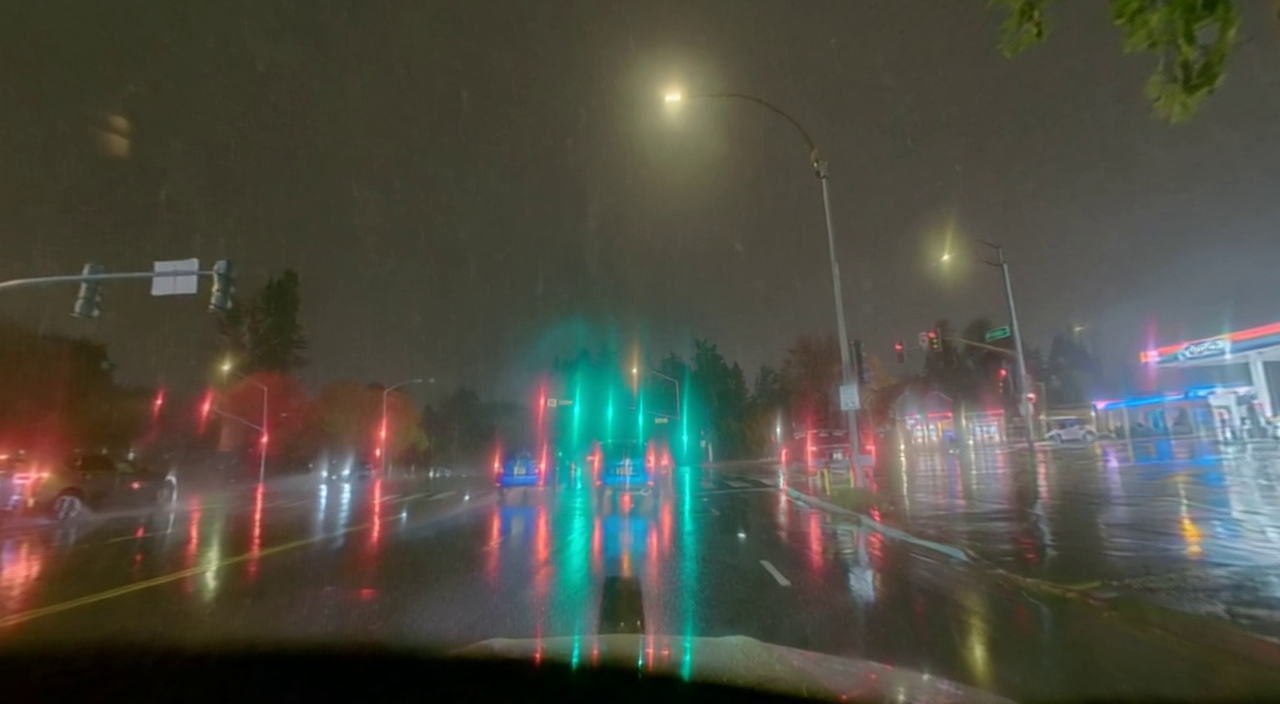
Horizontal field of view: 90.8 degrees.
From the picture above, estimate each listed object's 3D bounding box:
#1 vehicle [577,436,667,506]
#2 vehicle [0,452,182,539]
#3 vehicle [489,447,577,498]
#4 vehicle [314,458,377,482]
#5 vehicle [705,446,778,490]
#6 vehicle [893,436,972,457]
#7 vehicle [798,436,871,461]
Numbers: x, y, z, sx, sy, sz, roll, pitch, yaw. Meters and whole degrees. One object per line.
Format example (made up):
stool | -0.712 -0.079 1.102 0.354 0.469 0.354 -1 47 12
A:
vehicle | -0.403 3.253 17.757 2.210 1.722 4.215 0 -8 1
vehicle | -13.451 3.181 14.716 1.995 1.626 4.592 0 -8 2
vehicle | -3.372 3.897 20.870 2.003 1.492 4.291 0 -8 2
vehicle | -20.831 8.372 44.929 1.949 1.480 4.932 0 -8 2
vehicle | 3.902 4.275 23.664 1.976 1.462 4.342 -3 -9 18
vehicle | 20.699 6.686 44.826 4.700 1.417 1.789 0 -8 2
vehicle | 13.828 6.899 45.107 4.524 1.681 1.823 0 -8 0
